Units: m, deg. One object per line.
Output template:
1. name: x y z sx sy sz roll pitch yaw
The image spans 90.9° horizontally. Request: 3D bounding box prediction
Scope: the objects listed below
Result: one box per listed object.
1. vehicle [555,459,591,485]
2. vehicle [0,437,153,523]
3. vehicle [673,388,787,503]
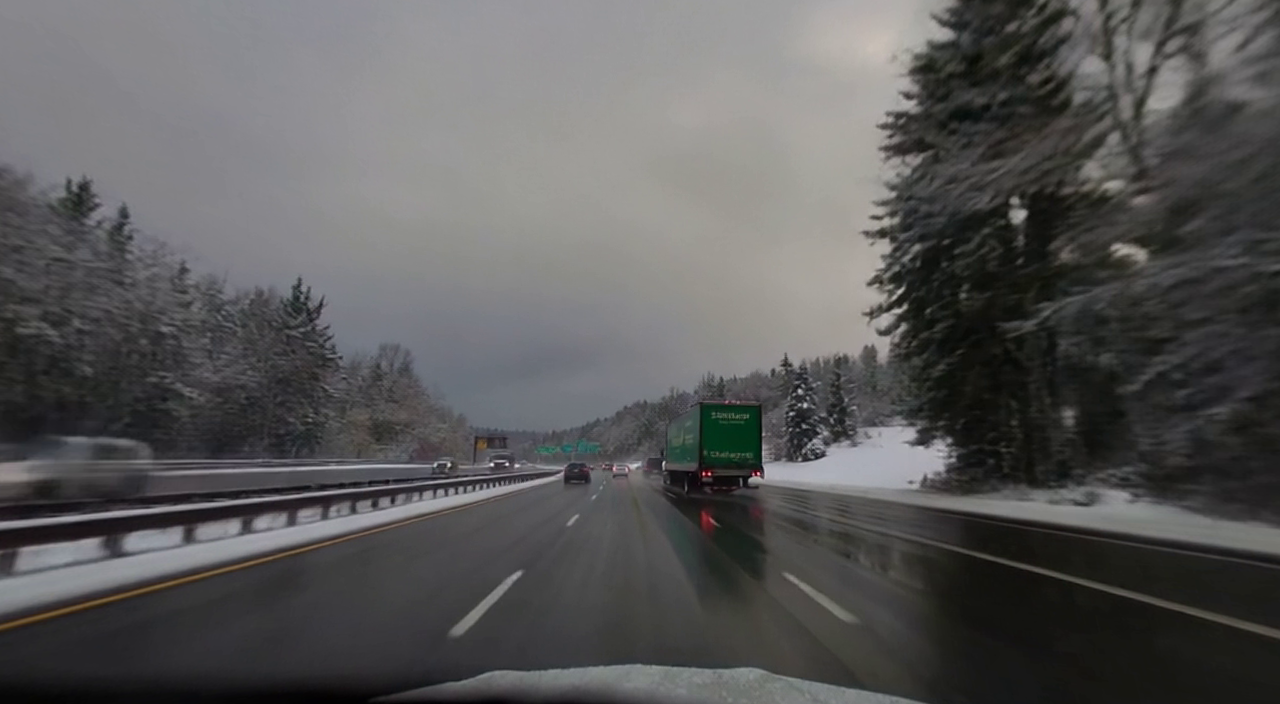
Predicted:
1. vehicle: -4.704 8.496 44.713 2.155 1.667 4.615 1 -10 -2
2. vehicle: -12.202 2.450 12.227 1.954 1.466 4.444 1 -10 -1
3. vehicle: 3.759 4.759 30.791 2.992 4.300 13.967 1 -10 -2
